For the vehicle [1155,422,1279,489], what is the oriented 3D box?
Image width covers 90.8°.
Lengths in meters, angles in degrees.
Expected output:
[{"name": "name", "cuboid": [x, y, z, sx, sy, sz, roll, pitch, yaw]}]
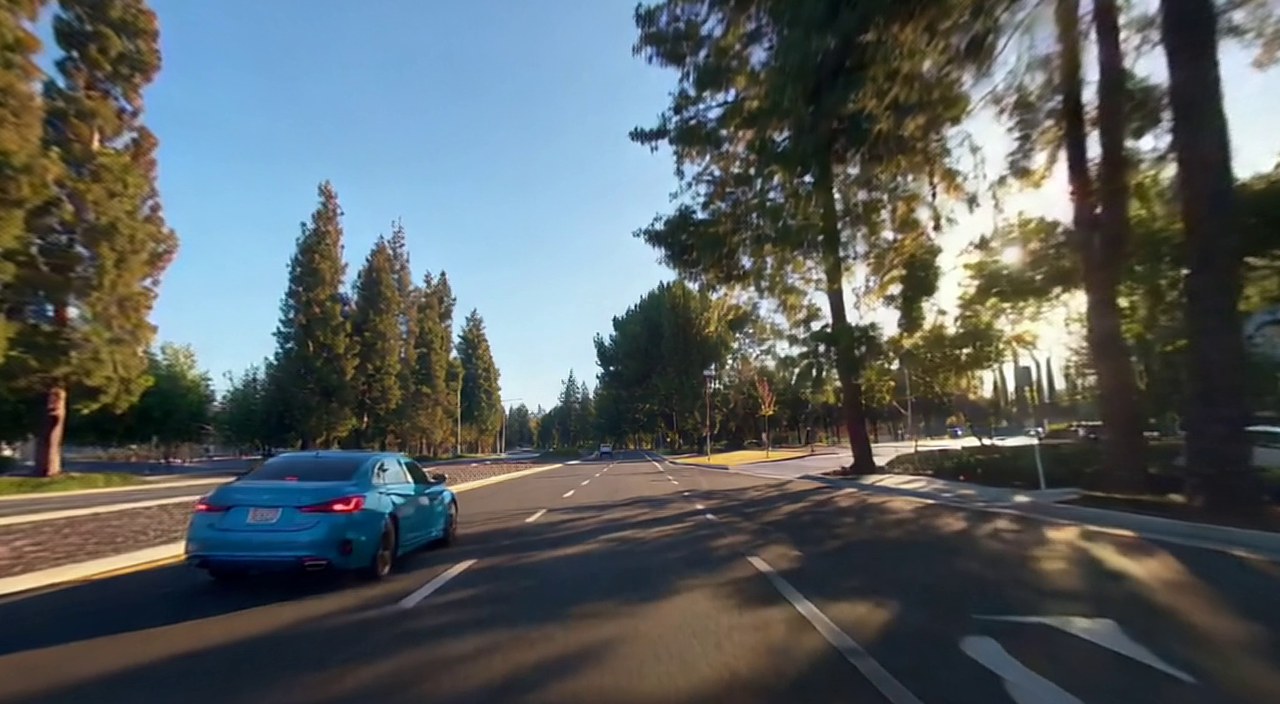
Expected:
[{"name": "vehicle", "cuboid": [15.228, 2.421, 14.987, 4.401, 1.465, 1.935, 0, -8, -4]}]

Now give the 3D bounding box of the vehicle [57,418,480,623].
[{"name": "vehicle", "cuboid": [-3.239, 1.537, 6.710, 1.964, 1.472, 4.078, 0, -9, 0]}]

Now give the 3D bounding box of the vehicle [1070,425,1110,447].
[{"name": "vehicle", "cuboid": [31.344, 5.846, 44.064, 1.690, 1.378, 3.826, -6, -9, 27]}]
